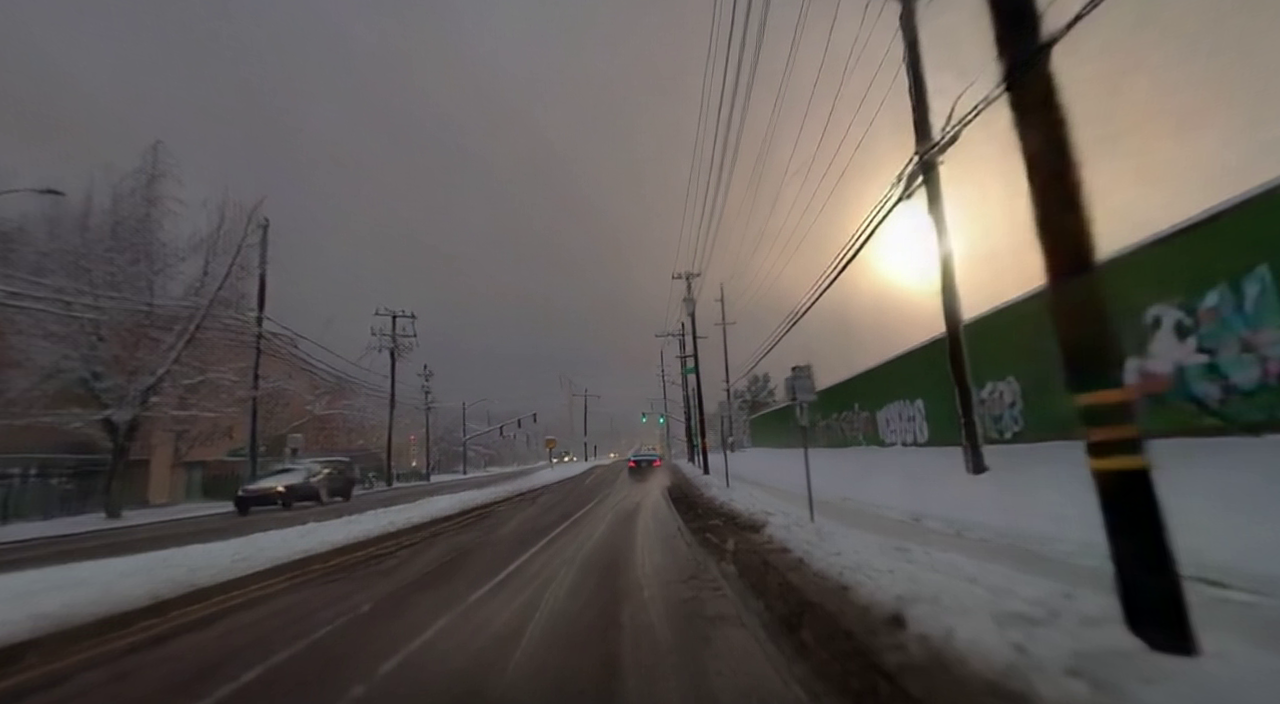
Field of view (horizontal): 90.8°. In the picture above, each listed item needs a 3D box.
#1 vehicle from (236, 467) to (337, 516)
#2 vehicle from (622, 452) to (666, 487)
[{"bbox_3d":[-15.763,6.194,28.492,1.952,1.698,4.493,-5,-9,1],"label":"vehicle"},{"bbox_3d":[0.236,5.998,32.545,2.105,1.611,3.750,-1,-9,1],"label":"vehicle"}]
